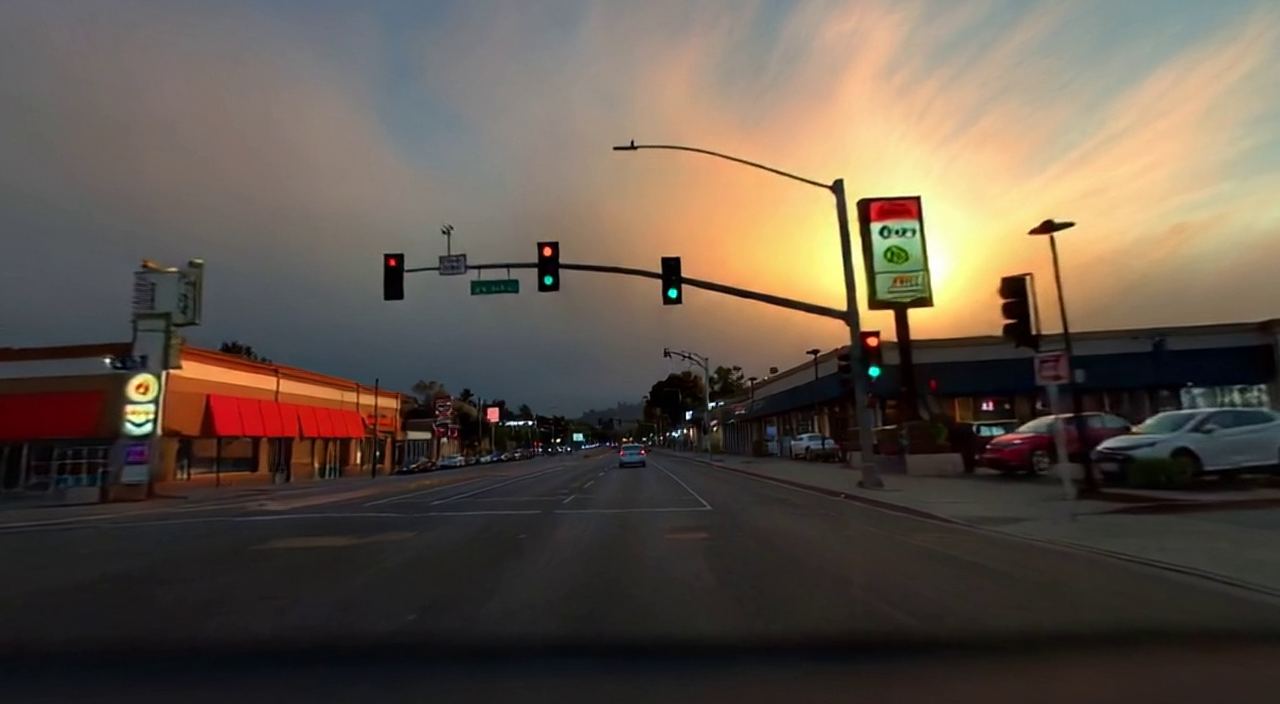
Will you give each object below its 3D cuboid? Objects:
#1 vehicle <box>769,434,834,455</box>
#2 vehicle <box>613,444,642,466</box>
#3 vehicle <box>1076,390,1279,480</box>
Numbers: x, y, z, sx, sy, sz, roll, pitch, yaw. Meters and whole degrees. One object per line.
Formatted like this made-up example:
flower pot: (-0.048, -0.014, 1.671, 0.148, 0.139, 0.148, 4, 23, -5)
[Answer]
vehicle: (12.496, 7.192, 49.055, 4.486, 1.569, 1.966, 0, -9, -4)
vehicle: (-0.879, 7.222, 44.437, 1.977, 1.451, 4.032, 0, -8, -1)
vehicle: (12.885, 1.837, 13.963, 4.852, 1.805, 2.155, 0, -9, -1)
